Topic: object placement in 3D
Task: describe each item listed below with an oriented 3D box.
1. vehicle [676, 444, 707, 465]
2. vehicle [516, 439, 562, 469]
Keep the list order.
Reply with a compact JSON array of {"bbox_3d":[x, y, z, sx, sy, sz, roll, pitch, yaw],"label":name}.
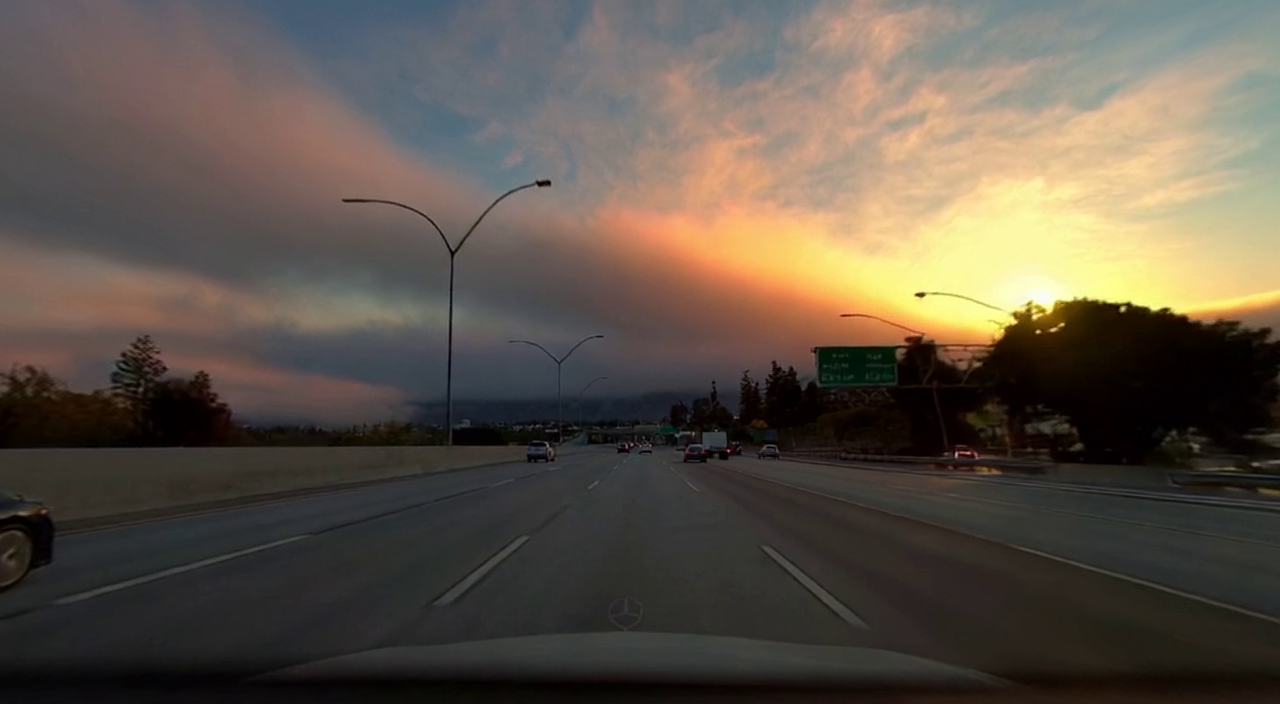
[{"bbox_3d":[3.771,7.558,46.381,1.950,1.453,3.378,0,-8,-1],"label":"vehicle"},{"bbox_3d":[-6.298,6.370,39.541,2.091,1.746,4.437,0,-8,1],"label":"vehicle"}]
